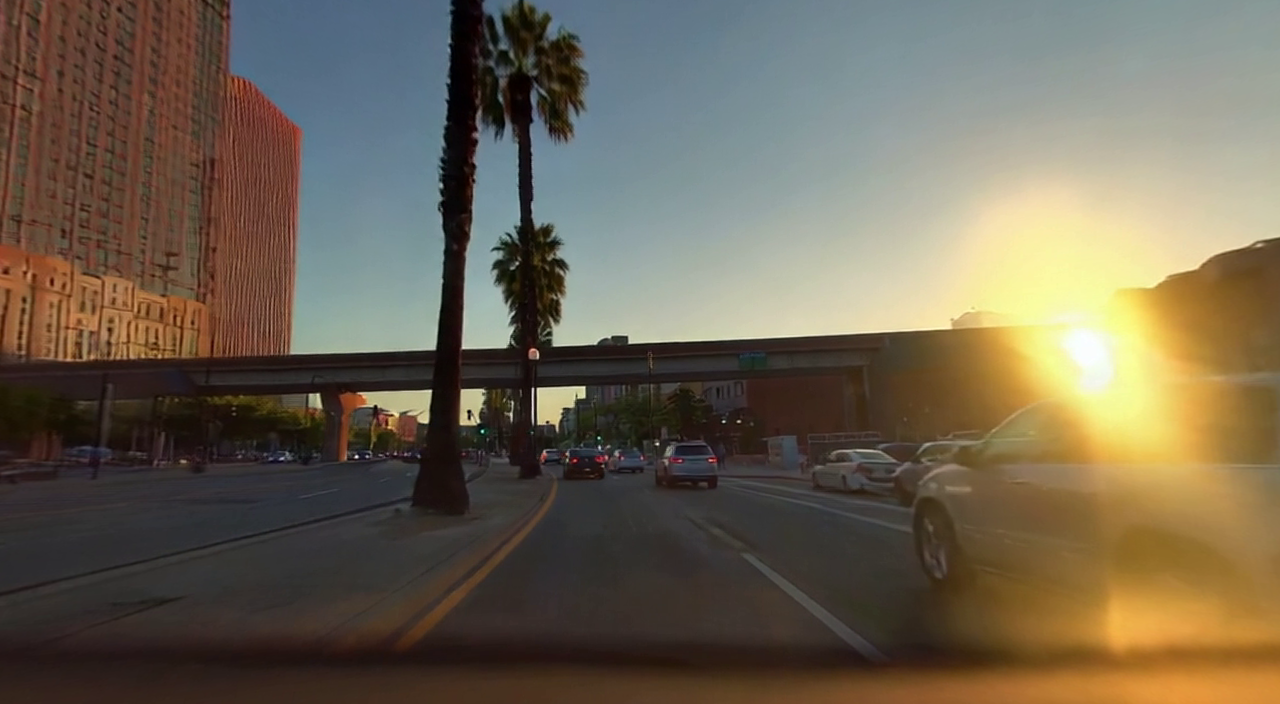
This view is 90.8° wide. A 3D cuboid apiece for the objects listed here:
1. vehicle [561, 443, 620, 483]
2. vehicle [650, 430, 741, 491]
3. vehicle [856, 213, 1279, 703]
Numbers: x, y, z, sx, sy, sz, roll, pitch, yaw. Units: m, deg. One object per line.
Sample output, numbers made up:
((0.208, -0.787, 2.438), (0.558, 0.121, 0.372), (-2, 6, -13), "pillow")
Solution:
((-2.333, 4.969, 28.639), (2.332, 1.625, 4.933), (1, -9, -8), "vehicle")
((1.866, 3.962, 23.455), (2.407, 1.991, 5.130), (1, -9, -6), "vehicle")
((3.531, 0.802, 3.836), (2.434, 2.171, 5.098), (0, -9, -2), "vehicle")
